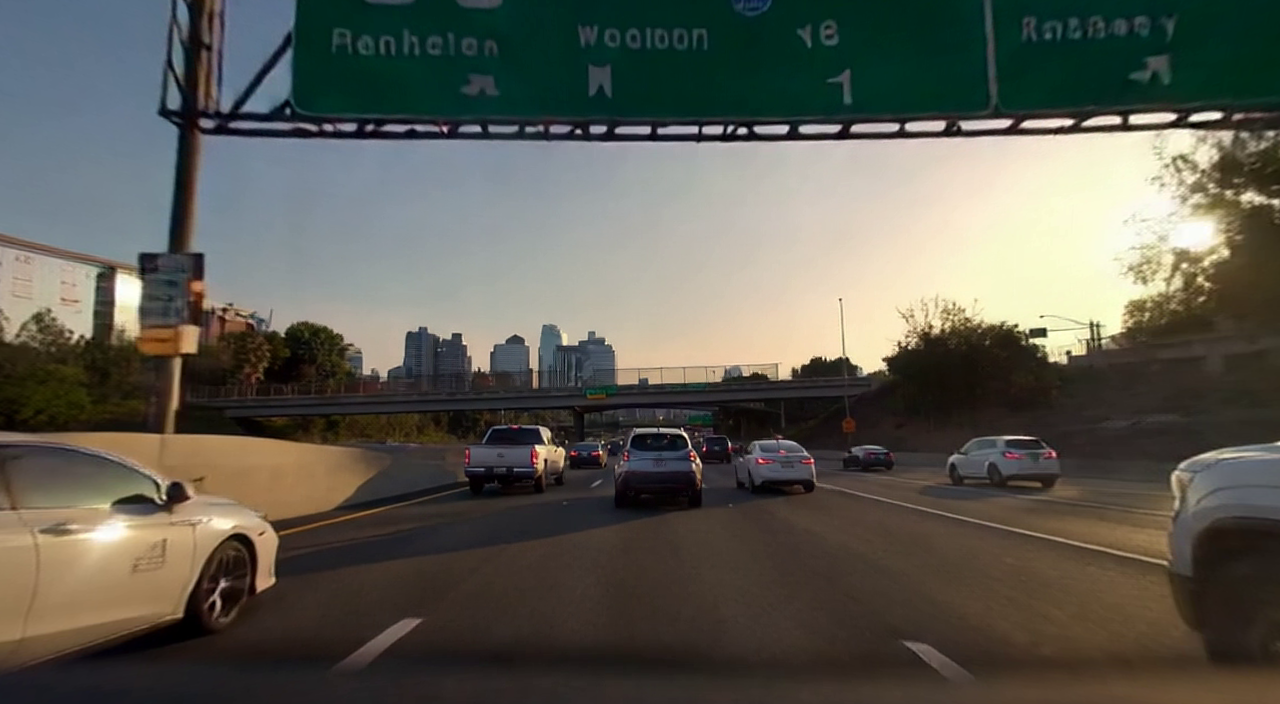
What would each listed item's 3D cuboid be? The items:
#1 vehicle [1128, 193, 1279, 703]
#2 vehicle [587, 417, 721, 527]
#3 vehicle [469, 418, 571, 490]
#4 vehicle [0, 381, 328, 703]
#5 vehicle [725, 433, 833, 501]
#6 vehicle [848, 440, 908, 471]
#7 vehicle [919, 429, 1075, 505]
[{"bbox_3d":[3.551,0.228,0.337,2.300,2.242,5.327,0,-9,1],"label":"vehicle"},{"bbox_3d":[0.256,2.268,12.420,2.181,1.756,4.167,0,-9,1],"label":"vehicle"},{"bbox_3d":[-3.932,3.512,21.924,2.212,2.101,6.052,0,-9,2],"label":"vehicle"},{"bbox_3d":[-3.669,0.942,2.835,2.014,1.579,4.761,0,-9,1],"label":"vehicle"},{"bbox_3d":[3.724,3.172,17.773,2.022,1.633,4.651,0,-9,0],"label":"vehicle"},{"bbox_3d":[14.812,6.456,39.472,2.085,1.754,4.466,0,-9,2],"label":"vehicle"},{"bbox_3d":[9.555,3.088,17.332,1.977,1.795,4.208,0,-9,3],"label":"vehicle"}]
